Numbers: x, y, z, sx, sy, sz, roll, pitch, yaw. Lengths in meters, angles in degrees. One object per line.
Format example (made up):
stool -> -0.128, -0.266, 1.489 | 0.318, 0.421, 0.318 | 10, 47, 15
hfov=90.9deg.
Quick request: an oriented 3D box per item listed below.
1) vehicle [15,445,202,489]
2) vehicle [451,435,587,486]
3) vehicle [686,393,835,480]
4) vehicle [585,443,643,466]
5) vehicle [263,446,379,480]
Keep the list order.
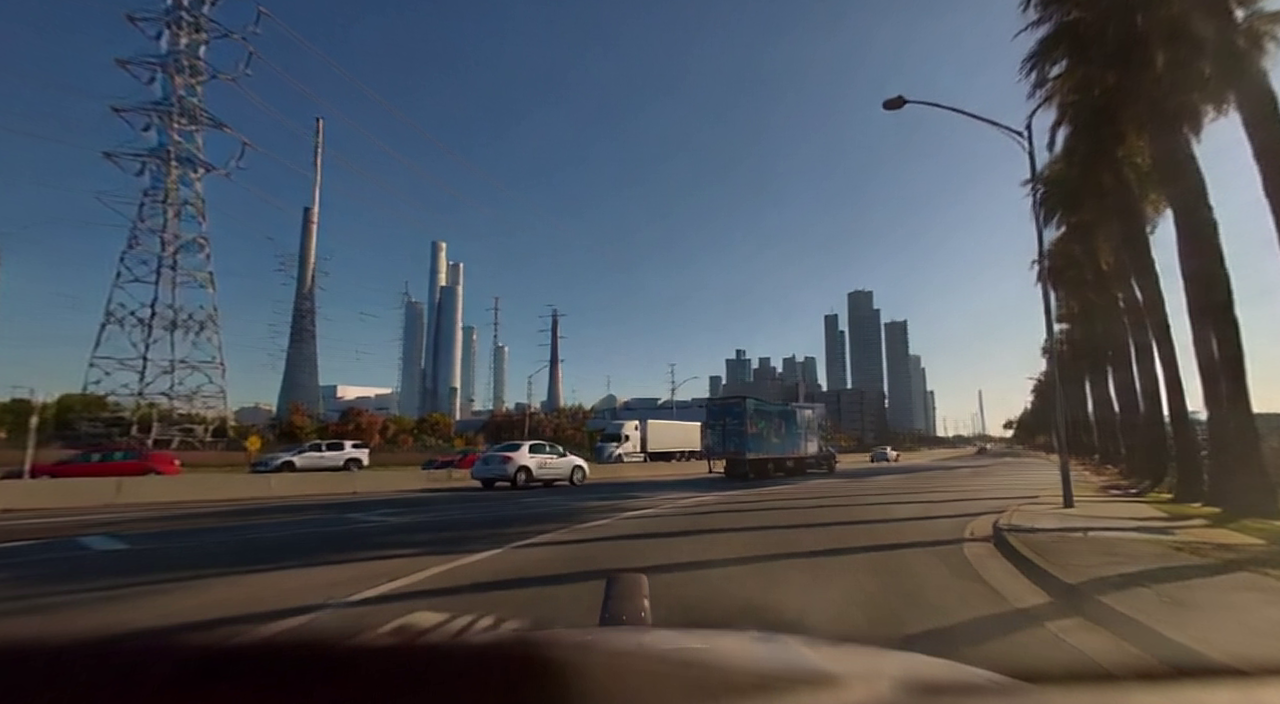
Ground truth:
vehicle -> -19.321, 4.145, 23.177 | 1.738, 1.403, 4.855 | -6, -11, 35
vehicle -> -5.097, 4.670, 27.597 | 2.266, 1.950, 5.866 | -6, -11, 36
vehicle -> 6.932, 4.642, 34.070 | 2.903, 3.933, 11.567 | -7, -11, 37
vehicle -> -1.871, 7.633, 46.737 | 1.833, 1.578, 4.412 | -7, -13, 37
vehicle -> -14.799, 5.112, 29.483 | 1.792, 1.451, 4.419 | -7, -11, 36
